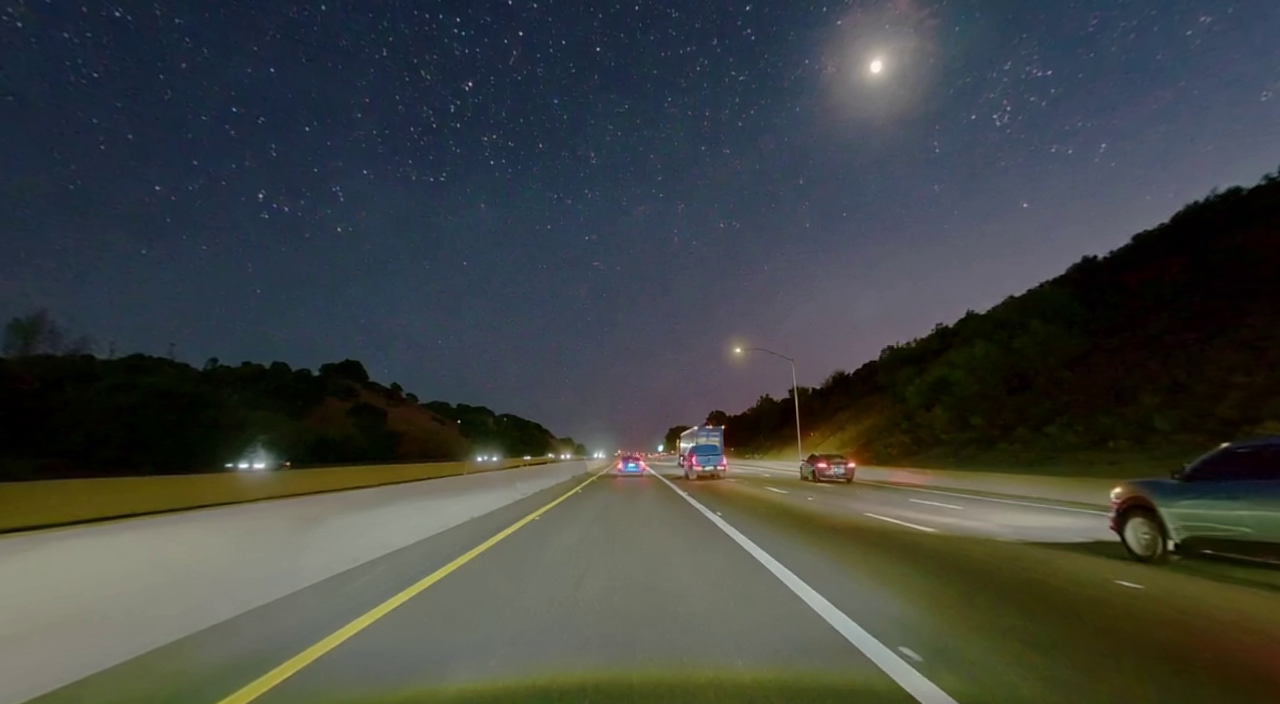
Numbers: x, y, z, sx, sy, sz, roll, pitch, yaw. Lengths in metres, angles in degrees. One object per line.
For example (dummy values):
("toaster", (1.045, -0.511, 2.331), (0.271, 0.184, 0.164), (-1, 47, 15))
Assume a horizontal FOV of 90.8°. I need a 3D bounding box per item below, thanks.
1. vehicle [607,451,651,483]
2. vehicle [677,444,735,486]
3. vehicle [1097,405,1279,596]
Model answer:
("vehicle", (-0.564, 5.758, 31.988), (2.083, 1.477, 3.965), (0, -9, -1))
("vehicle", (3.054, 5.322, 30.107), (2.098, 1.794, 4.561), (0, -9, -2))
("vehicle", (7.103, 1.364, 5.749), (2.091, 1.787, 4.927), (0, -9, -1))
